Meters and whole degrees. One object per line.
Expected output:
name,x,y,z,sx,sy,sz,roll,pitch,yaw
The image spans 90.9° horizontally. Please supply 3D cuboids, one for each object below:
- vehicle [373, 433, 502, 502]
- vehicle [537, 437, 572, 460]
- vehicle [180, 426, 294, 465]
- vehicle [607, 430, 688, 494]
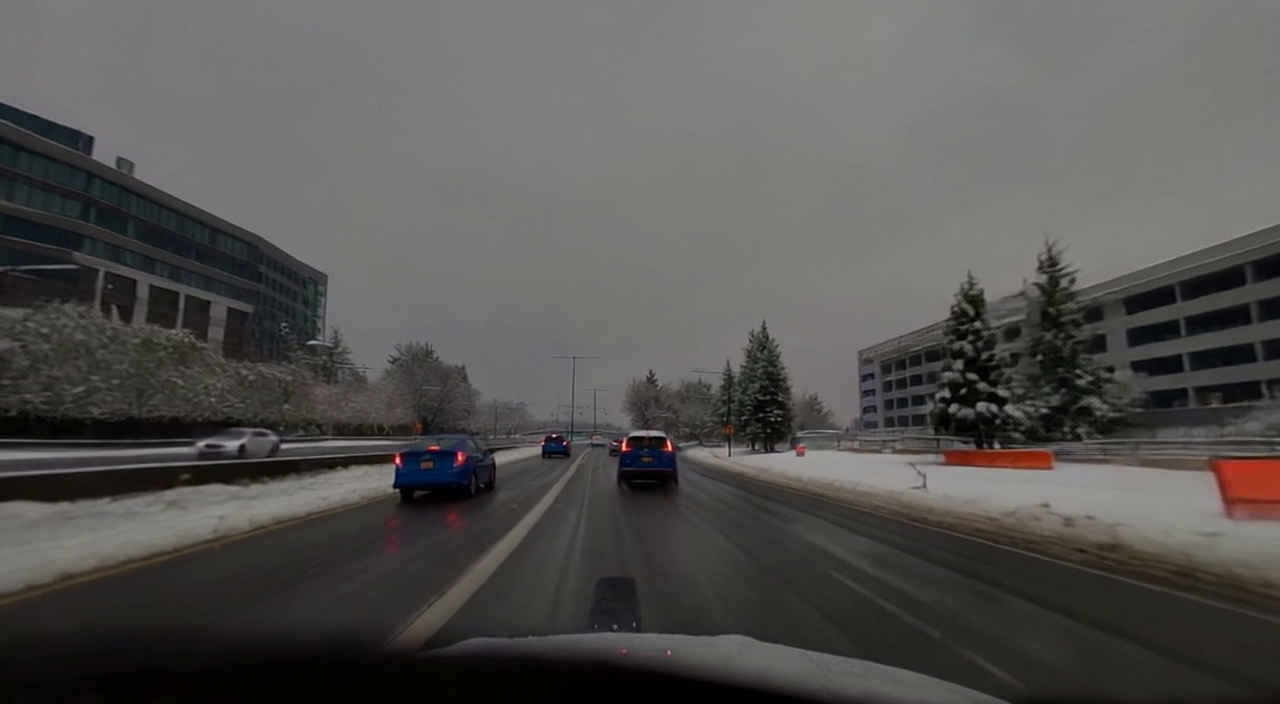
vehicle,-4.675,2.690,15.202,1.848,1.406,4.013,0,-8,-1
vehicle,-5.709,6.481,42.657,1.888,1.486,4.310,0,-8,-2
vehicle,-15.920,3.715,25.185,1.758,1.383,4.409,0,-8,-2
vehicle,0.272,2.853,16.760,1.913,1.499,3.581,0,-8,3
